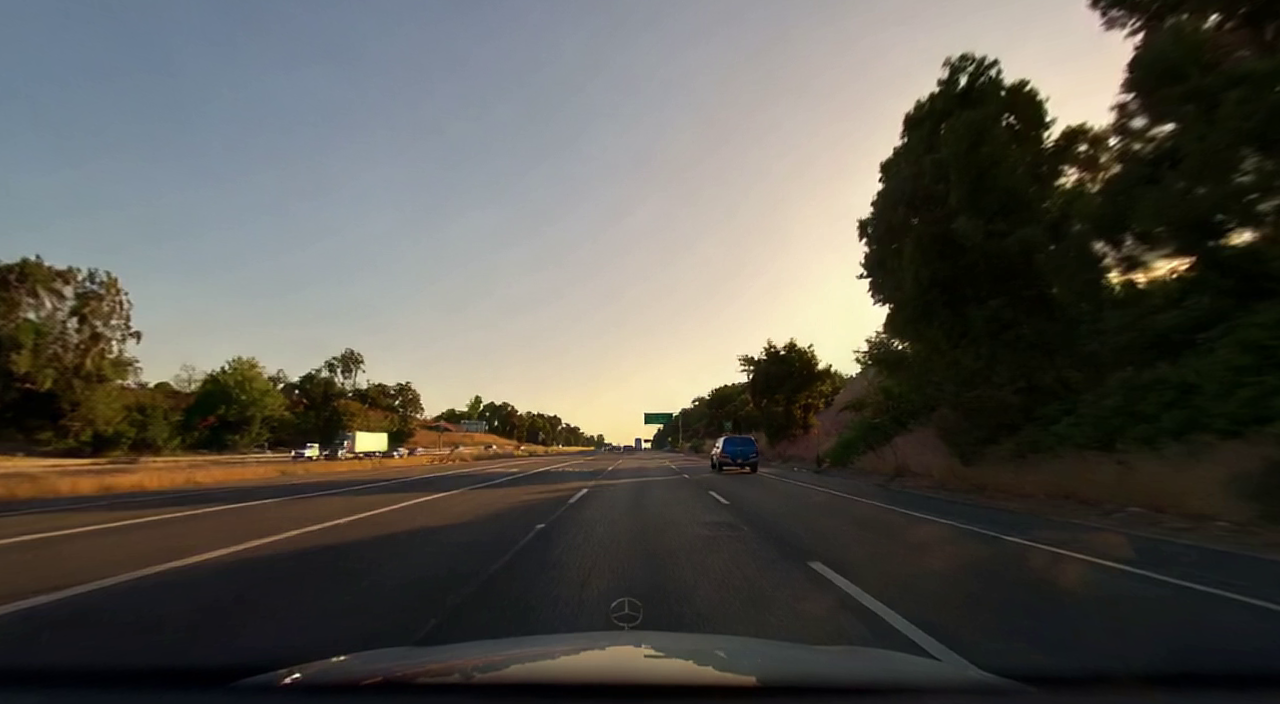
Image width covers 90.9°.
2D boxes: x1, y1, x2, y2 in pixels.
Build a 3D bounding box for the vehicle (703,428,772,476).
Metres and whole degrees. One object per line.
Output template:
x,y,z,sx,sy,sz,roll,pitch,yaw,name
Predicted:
4.248,4.462,28.300,2.172,1.930,4.879,0,-8,-1,vehicle
